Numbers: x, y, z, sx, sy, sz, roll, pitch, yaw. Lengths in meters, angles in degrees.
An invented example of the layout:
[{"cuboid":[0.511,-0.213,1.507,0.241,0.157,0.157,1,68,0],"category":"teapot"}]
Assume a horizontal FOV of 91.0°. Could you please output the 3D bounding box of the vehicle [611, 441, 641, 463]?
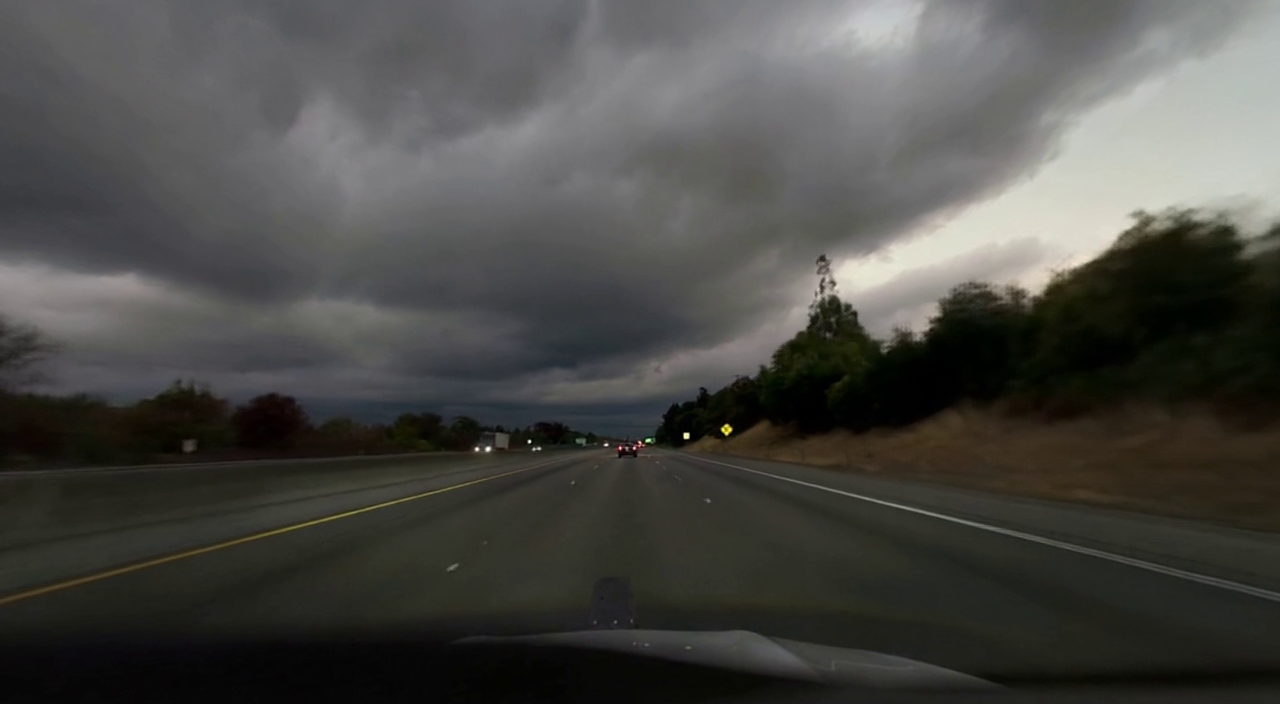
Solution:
[{"cuboid":[-1.075,7.729,48.660,2.158,1.562,4.373,0,-8,-1],"category":"vehicle"}]
